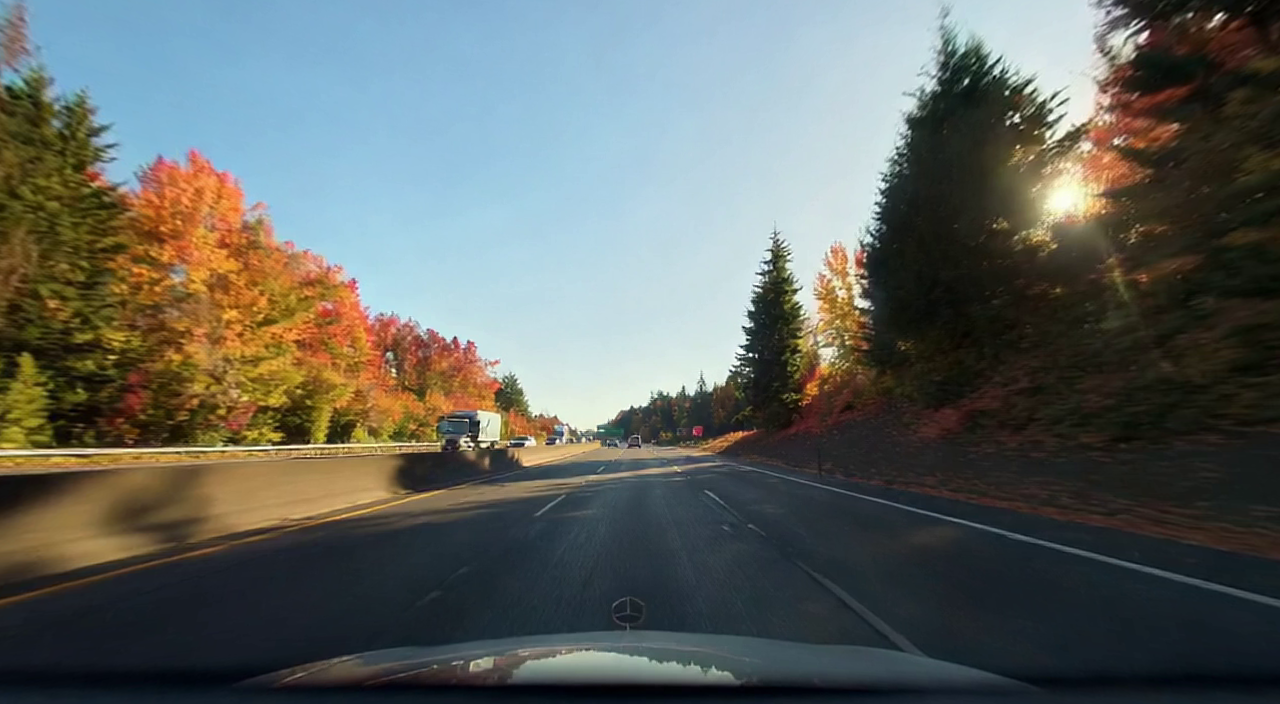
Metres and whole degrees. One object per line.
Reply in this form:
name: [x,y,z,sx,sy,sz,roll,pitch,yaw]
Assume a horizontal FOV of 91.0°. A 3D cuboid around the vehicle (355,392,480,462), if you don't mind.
vehicle: [-15.117,5.562,45.048,2.927,4.069,16.353,0,-8,0]
